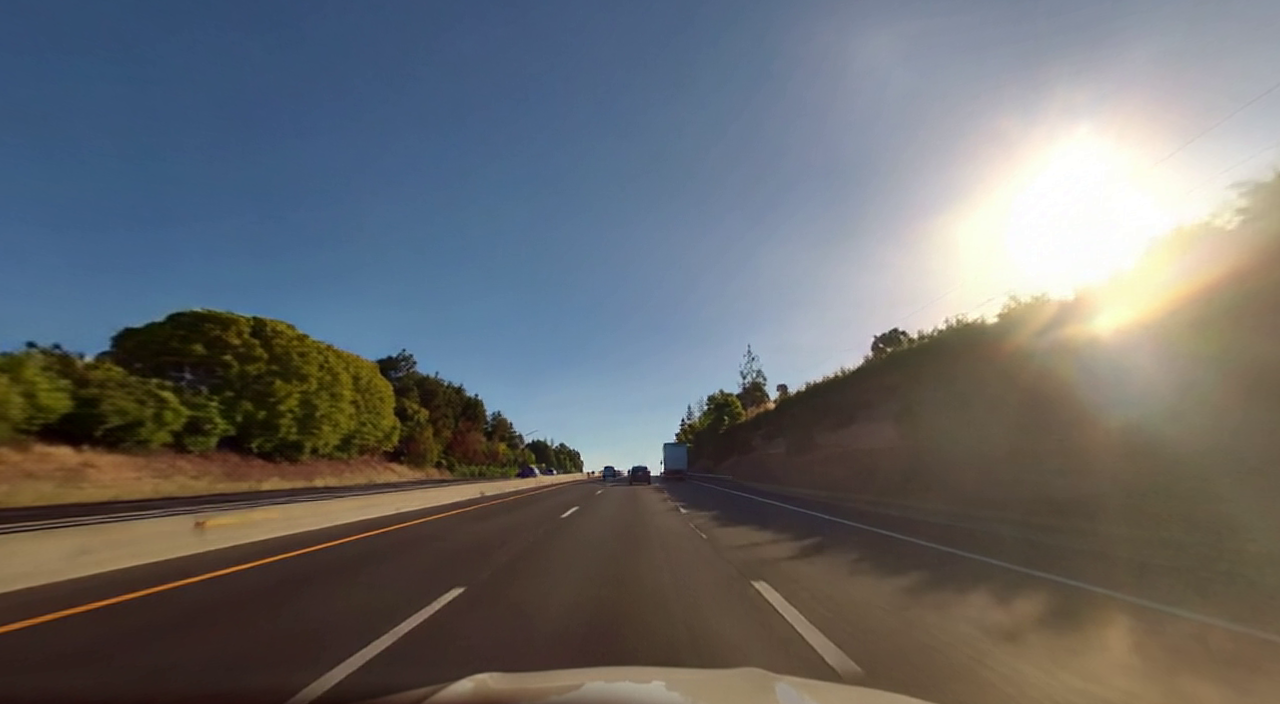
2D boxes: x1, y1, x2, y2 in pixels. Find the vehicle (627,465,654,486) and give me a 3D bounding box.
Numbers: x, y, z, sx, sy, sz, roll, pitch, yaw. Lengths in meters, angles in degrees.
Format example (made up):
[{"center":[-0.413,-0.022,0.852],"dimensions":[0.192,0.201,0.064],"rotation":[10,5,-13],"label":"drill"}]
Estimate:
[{"center":[0.028,9.429,48.156],"dimensions":[2.015,1.478,3.920],"rotation":[1,-10,0],"label":"vehicle"}]
